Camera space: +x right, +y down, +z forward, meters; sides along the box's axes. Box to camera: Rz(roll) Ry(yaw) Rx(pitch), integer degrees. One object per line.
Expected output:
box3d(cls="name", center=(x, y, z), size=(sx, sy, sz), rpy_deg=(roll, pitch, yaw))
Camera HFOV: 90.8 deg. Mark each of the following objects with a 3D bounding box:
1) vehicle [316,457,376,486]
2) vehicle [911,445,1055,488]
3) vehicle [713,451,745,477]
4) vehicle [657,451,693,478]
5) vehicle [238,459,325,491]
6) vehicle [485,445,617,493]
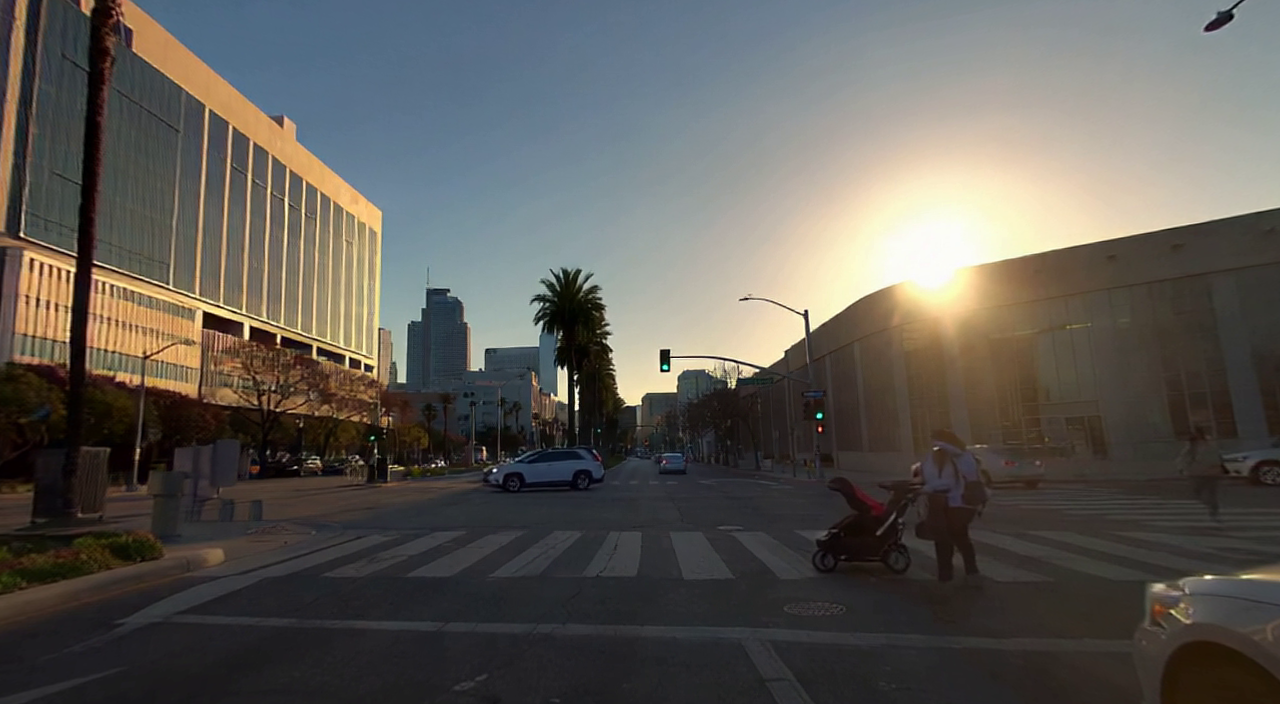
box3d(cls="vehicle", center=(-20.077, 8.157, 43.389), size=(2.043, 1.745, 4.420), rpy_deg=(0, -8, -1))
box3d(cls="vehicle", center=(12.854, 4.310, 23.937), size=(4.273, 1.525, 2.000), rpy_deg=(-1, -9, 7))
box3d(cls="vehicle", center=(6.386, 8.042, 45.544), size=(2.176, 1.690, 4.138), rpy_deg=(-1, -9, 7))
box3d(cls="vehicle", center=(2.507, 8.228, 46.578), size=(2.325, 1.810, 4.827), rpy_deg=(0, -8, -1))
box3d(cls="vehicle", center=(-19.951, 6.860, 35.438), size=(2.069, 1.540, 4.774), rpy_deg=(0, -8, 0))
box3d(cls="vehicle", center=(-3.114, 4.173, 22.800), size=(4.499, 1.594, 1.898), rpy_deg=(0, -9, -4))
